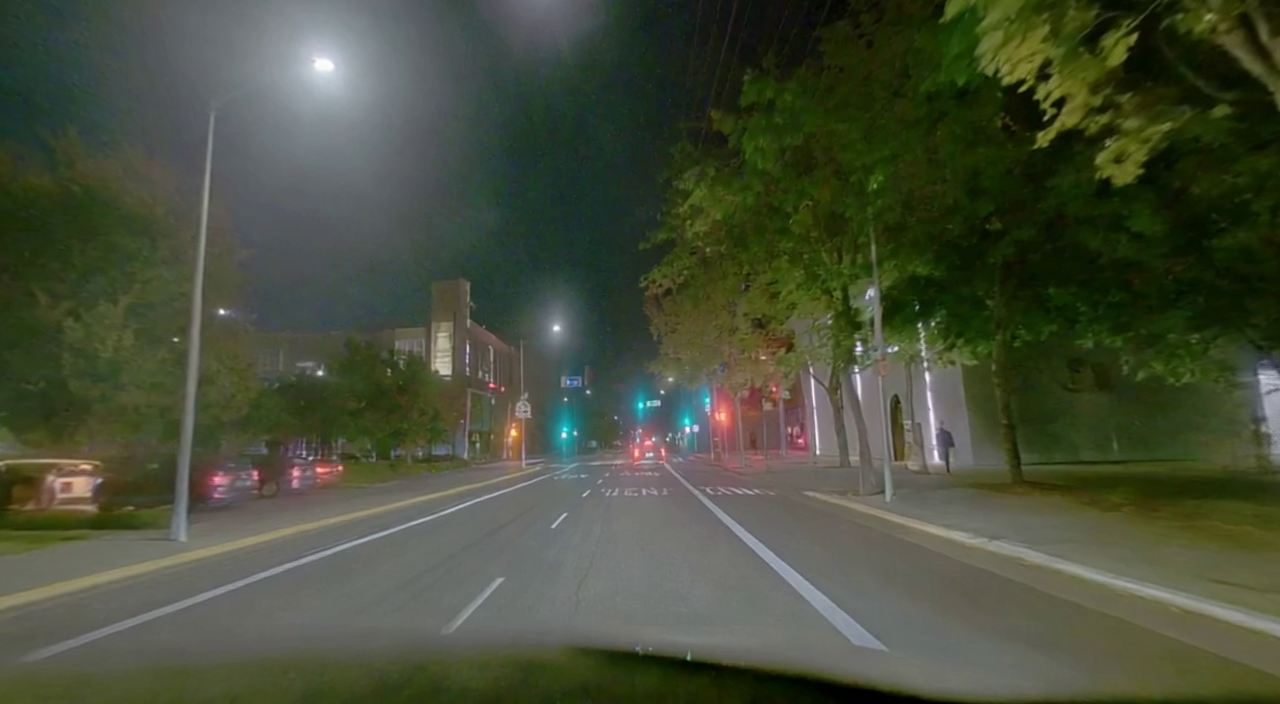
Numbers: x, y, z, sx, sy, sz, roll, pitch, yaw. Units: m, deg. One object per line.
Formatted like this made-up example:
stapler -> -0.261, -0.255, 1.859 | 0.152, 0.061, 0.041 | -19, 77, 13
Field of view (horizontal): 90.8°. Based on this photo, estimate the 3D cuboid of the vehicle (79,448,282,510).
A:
vehicle -> -13.138, 3.624, 18.285 | 4.294, 1.634, 1.972 | 0, -8, 1

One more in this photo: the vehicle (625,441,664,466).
vehicle -> 0.213, 6.439, 40.122 | 2.118, 1.478, 4.624 | 1, -8, -5

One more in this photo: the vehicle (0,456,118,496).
vehicle -> -26.072, 5.488, 28.083 | 3.892, 1.518, 2.147 | -2, -8, 2
